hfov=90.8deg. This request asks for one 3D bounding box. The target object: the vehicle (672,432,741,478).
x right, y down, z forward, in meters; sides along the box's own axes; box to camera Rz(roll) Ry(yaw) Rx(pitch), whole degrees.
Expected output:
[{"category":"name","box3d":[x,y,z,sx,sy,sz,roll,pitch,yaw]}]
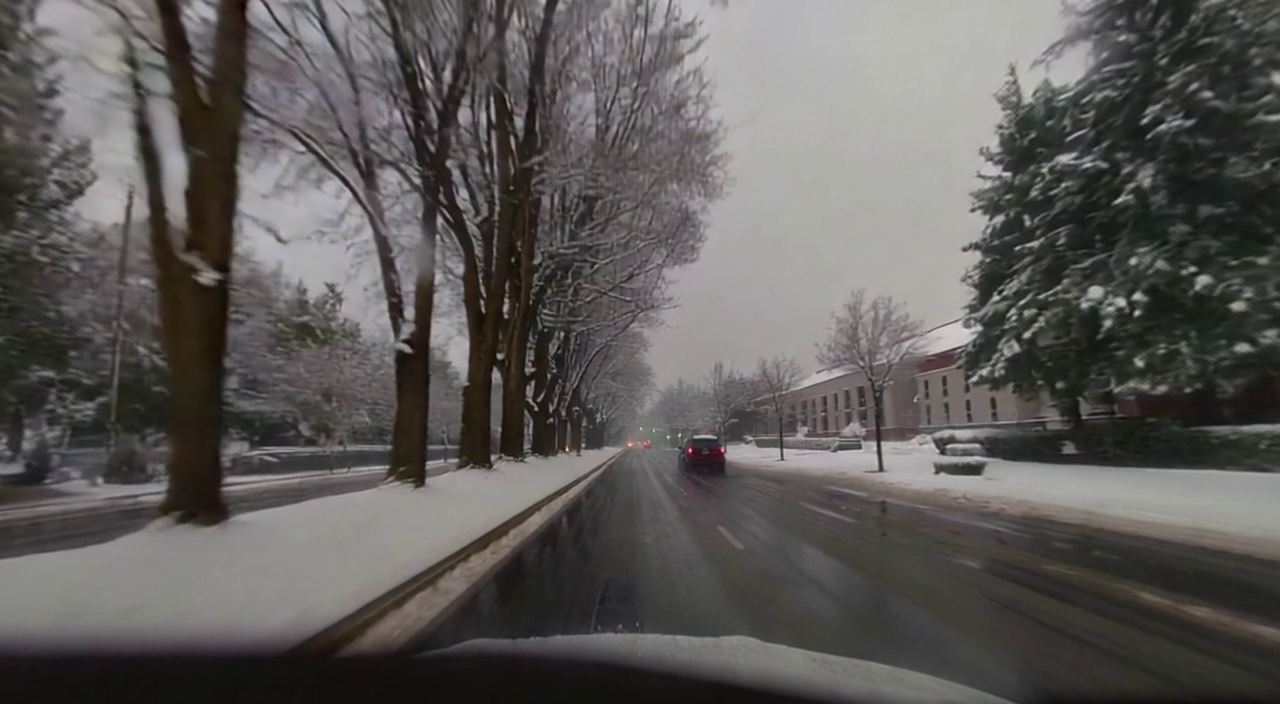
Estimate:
[{"category":"vehicle","box3d":[2.657,4.298,26.543,2.240,1.740,4.605,0,-8,-2]}]
